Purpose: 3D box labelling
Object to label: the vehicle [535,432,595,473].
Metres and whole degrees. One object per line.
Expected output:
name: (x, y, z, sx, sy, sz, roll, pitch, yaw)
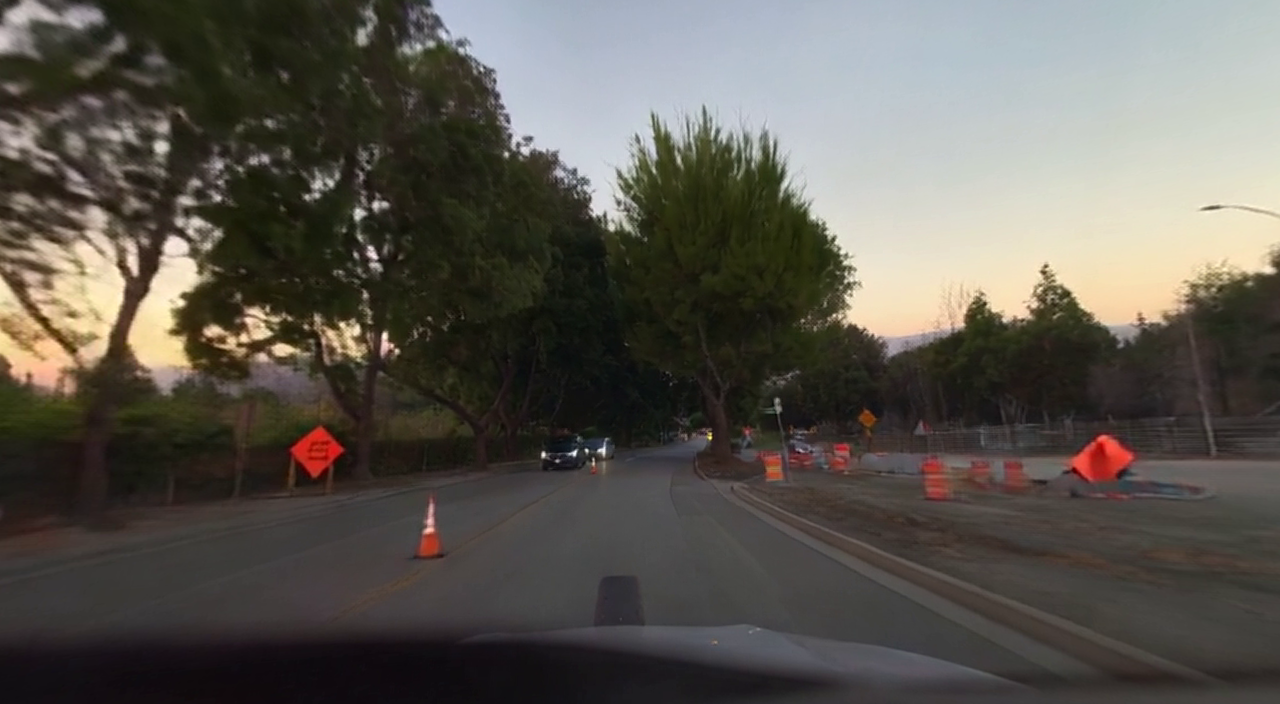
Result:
vehicle: (-3.755, 5.145, 32.509, 2.119, 1.935, 4.881, -1, -8, 4)
